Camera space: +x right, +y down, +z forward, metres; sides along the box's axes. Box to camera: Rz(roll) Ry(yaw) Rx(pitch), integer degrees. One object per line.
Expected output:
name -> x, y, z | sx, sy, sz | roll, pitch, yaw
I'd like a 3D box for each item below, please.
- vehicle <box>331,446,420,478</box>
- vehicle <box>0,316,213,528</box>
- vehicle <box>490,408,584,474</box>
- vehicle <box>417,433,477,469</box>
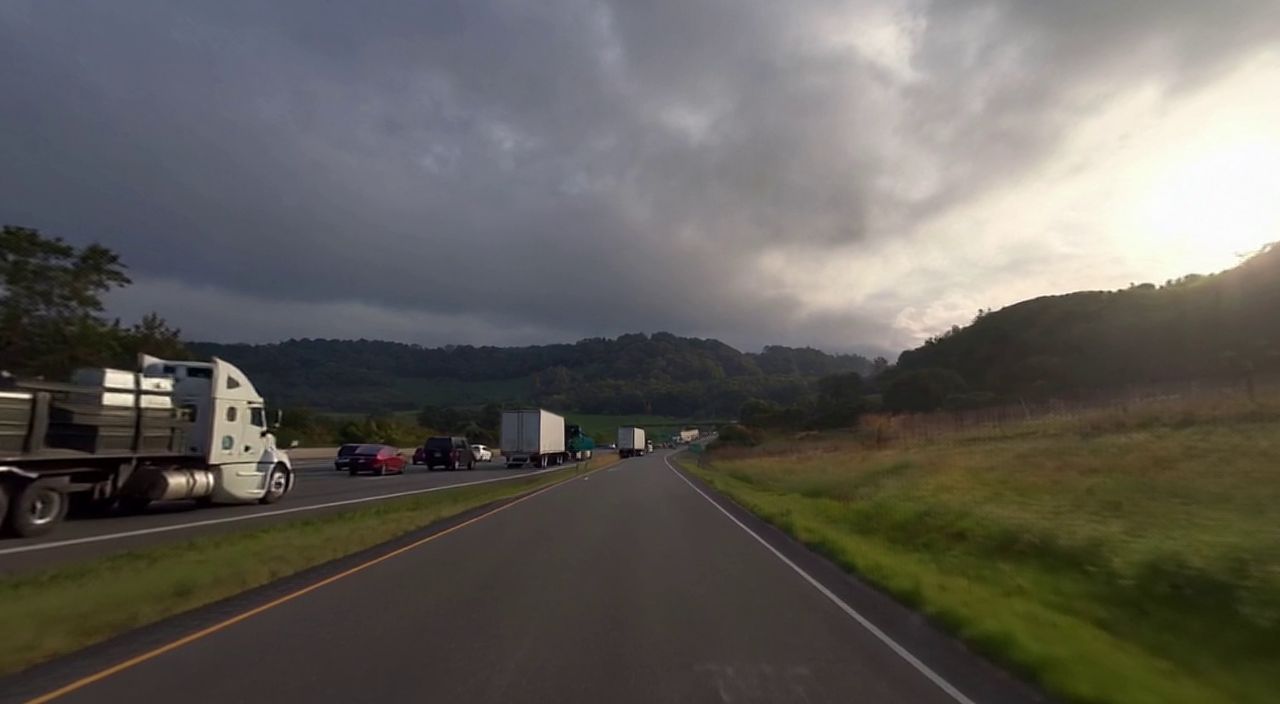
vehicle -> -13.457, 5.634, 32.422 | 1.925, 1.493, 4.864 | -1, -9, 8
vehicle -> -12.521, 1.032, 9.755 | 2.745, 3.617, 11.590 | -1, -9, 6
vehicle -> -7.049, 6.634, 46.315 | 2.848, 4.067, 14.314 | -1, -9, 7
vehicle -> -14.969, 7.755, 49.340 | 2.264, 2.596, 5.494 | -1, -9, 8
